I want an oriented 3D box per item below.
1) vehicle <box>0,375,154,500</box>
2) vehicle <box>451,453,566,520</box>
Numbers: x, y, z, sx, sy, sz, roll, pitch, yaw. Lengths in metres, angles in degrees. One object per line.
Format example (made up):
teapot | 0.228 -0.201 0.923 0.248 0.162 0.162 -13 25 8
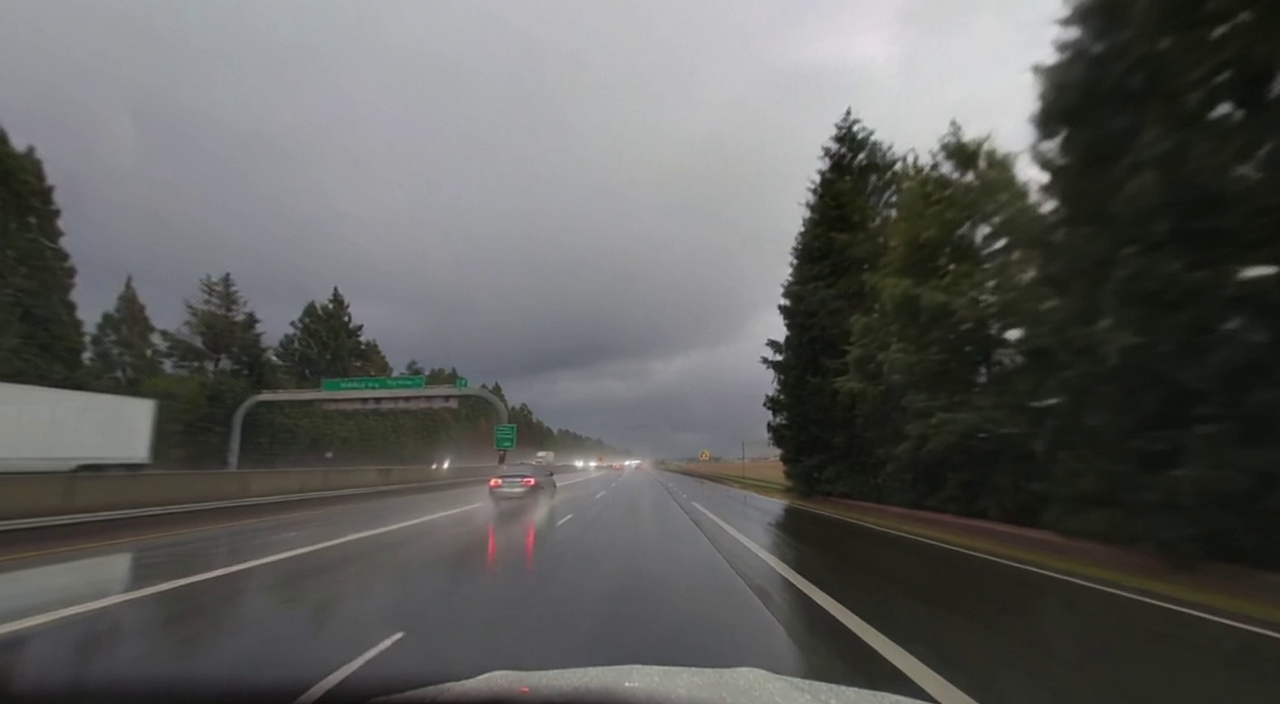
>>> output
vehicle | -23.103 2.810 20.861 2.840 4.164 13.969 1 -10 0
vehicle | -3.387 3.611 17.298 2.039 1.505 4.843 1 -10 0
